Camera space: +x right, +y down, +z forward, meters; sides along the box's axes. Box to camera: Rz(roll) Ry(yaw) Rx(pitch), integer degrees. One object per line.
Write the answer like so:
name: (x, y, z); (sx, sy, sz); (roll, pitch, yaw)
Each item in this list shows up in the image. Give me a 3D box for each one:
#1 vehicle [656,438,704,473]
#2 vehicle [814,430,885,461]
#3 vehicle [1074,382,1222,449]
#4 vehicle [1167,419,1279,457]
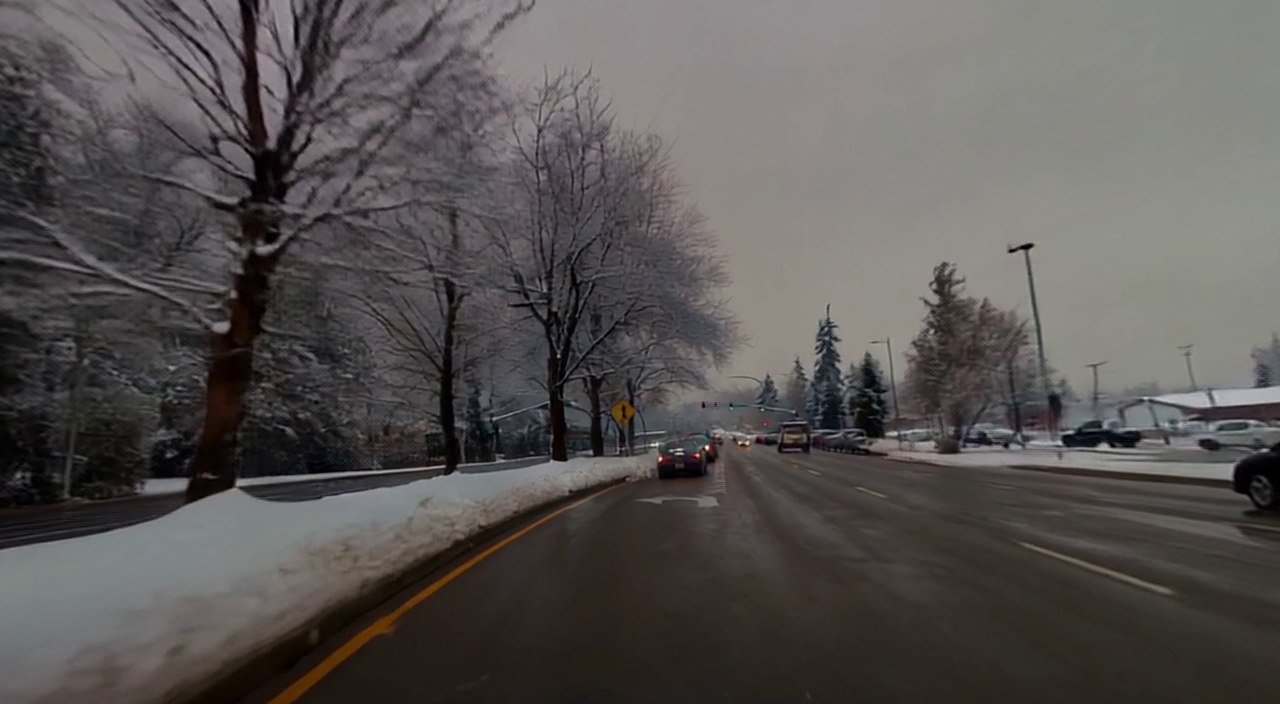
vehicle: (1.932, 4.779, 29.192); (2.032, 1.461, 4.173); (-1, -9, 6)
vehicle: (12.388, 5.622, 37.670); (1.991, 1.695, 4.357); (2, -10, -12)
vehicle: (29.926, 3.881, 37.171); (7.827, 3.570, 3.121); (4, -9, -22)
vehicle: (25.805, 3.726, 27.022); (1.784, 1.472, 4.532); (3, -10, -20)
